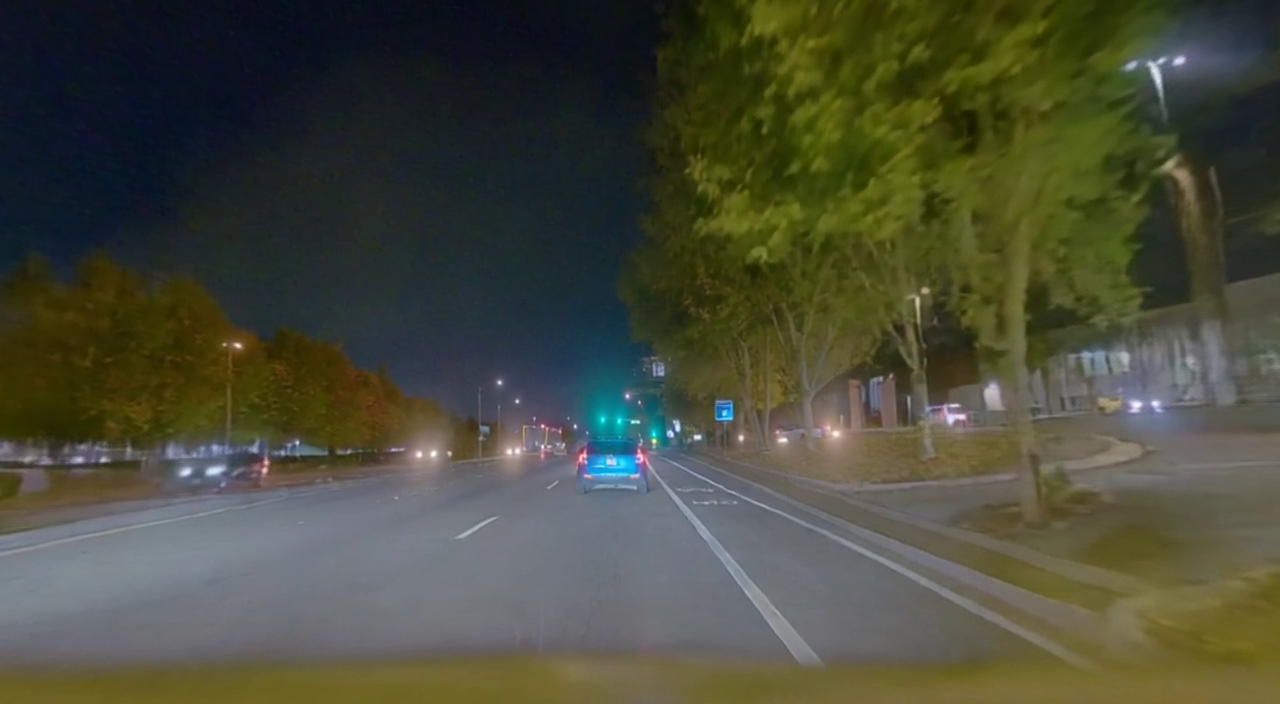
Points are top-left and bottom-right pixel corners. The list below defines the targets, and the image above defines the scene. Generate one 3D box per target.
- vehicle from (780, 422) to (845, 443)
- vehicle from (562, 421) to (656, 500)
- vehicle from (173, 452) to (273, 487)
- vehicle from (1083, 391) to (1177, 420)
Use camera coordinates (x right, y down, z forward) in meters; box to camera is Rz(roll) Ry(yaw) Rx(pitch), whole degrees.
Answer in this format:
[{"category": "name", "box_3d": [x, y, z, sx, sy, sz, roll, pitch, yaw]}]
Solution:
[{"category": "vehicle", "box_3d": [12.482, 5.853, 45.845, 4.204, 1.486, 1.781, 0, -8, -1]}, {"category": "vehicle", "box_3d": [-0.735, 2.769, 16.501, 2.131, 1.761, 4.242, 0, -8, -1]}, {"category": "vehicle", "box_3d": [-19.341, 5.450, 29.591, 1.945, 1.444, 4.406, 1, -8, -4]}, {"category": "vehicle", "box_3d": [32.515, 3.633, 42.077, 1.851, 1.595, 4.463, 4, -10, -28]}]
